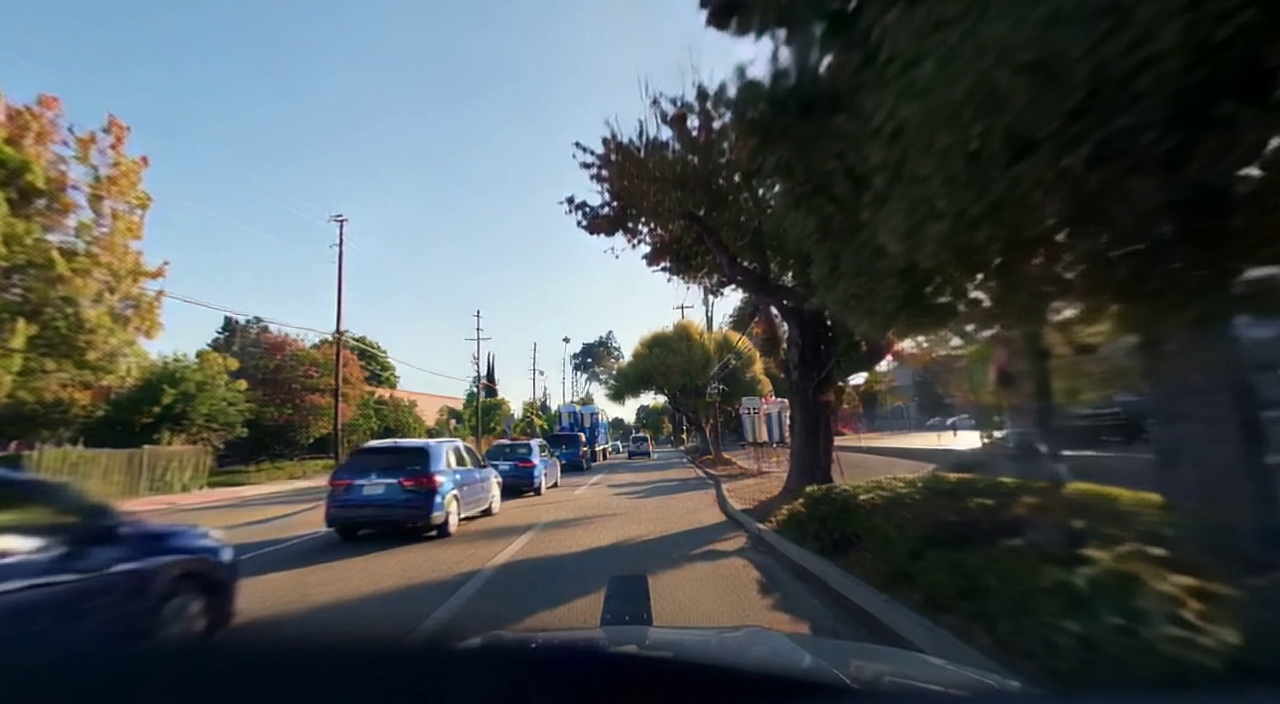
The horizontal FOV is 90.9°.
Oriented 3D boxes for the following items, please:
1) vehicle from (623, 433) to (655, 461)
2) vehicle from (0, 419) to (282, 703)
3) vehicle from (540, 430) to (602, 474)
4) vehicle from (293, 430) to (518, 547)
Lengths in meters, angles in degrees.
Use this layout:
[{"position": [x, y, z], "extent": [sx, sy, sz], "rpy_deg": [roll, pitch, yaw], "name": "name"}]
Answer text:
[{"position": [-0.085, 6.629, 44.045], "extent": [2.117, 1.861, 4.095], "rpy_deg": [0, -8, 0], "name": "vehicle"}, {"position": [-3.585, 0.991, 2.395], "extent": [1.998, 1.466, 4.124], "rpy_deg": [0, -8, 0], "name": "vehicle"}, {"position": [-3.055, 4.543, 28.856], "extent": [2.187, 1.821, 4.748], "rpy_deg": [0, -8, 1], "name": "vehicle"}, {"position": [-3.477, 2.105, 10.482], "extent": [1.972, 1.486, 4.547], "rpy_deg": [0, -8, 0], "name": "vehicle"}]
